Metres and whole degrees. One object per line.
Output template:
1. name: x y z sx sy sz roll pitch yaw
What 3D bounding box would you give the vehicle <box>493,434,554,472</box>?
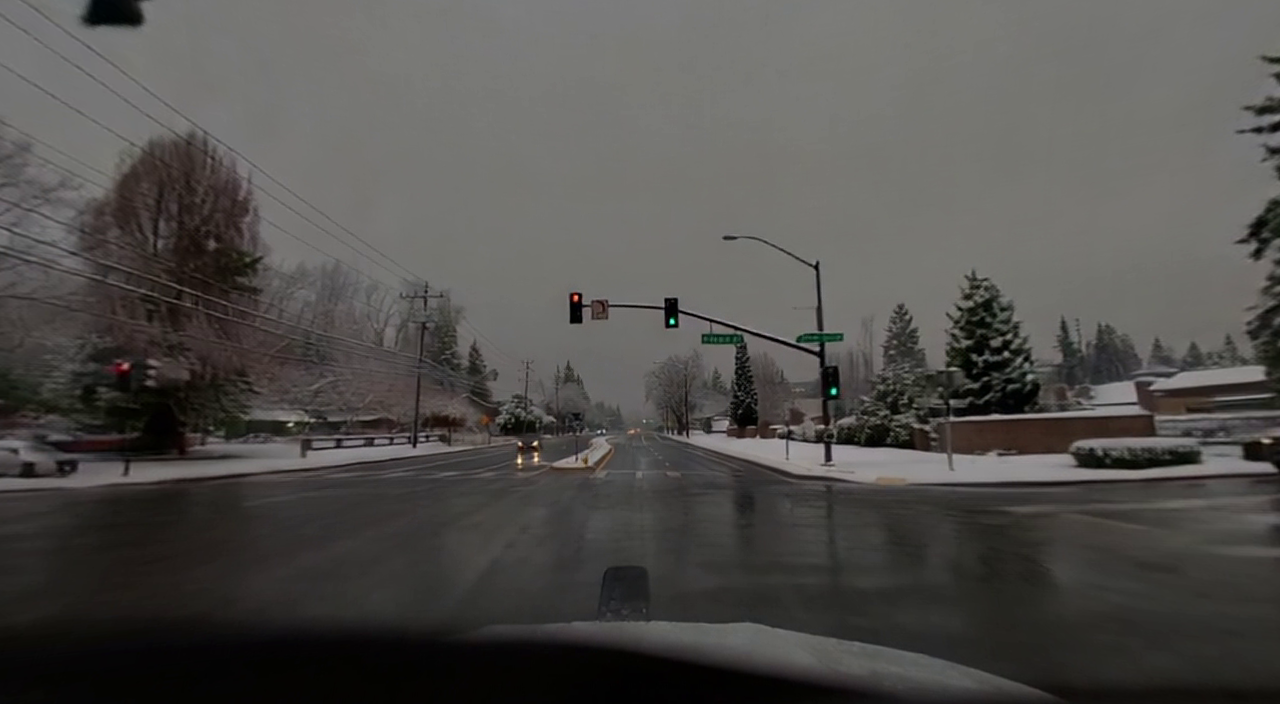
1. vehicle: -5.170 4.505 28.696 1.948 1.471 5.408 2 -7 -2

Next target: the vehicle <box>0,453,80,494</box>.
1. vehicle: -24.705 4.670 24.376 4.195 1.493 1.890 0 -9 -2
